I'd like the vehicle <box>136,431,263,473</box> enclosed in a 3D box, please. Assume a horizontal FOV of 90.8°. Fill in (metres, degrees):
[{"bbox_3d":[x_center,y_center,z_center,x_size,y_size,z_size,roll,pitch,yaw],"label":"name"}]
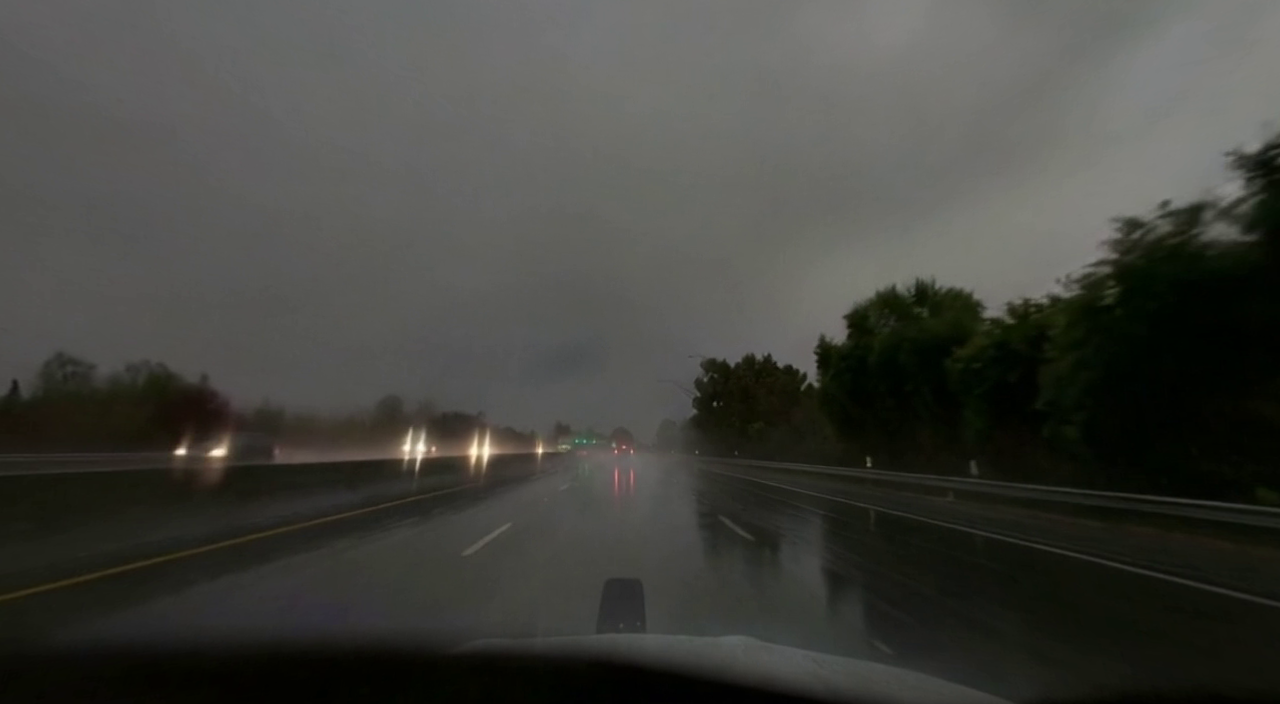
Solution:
[{"bbox_3d":[-17.632,4.047,25.564,1.888,1.530,4.430,0,-9,0],"label":"vehicle"}]
